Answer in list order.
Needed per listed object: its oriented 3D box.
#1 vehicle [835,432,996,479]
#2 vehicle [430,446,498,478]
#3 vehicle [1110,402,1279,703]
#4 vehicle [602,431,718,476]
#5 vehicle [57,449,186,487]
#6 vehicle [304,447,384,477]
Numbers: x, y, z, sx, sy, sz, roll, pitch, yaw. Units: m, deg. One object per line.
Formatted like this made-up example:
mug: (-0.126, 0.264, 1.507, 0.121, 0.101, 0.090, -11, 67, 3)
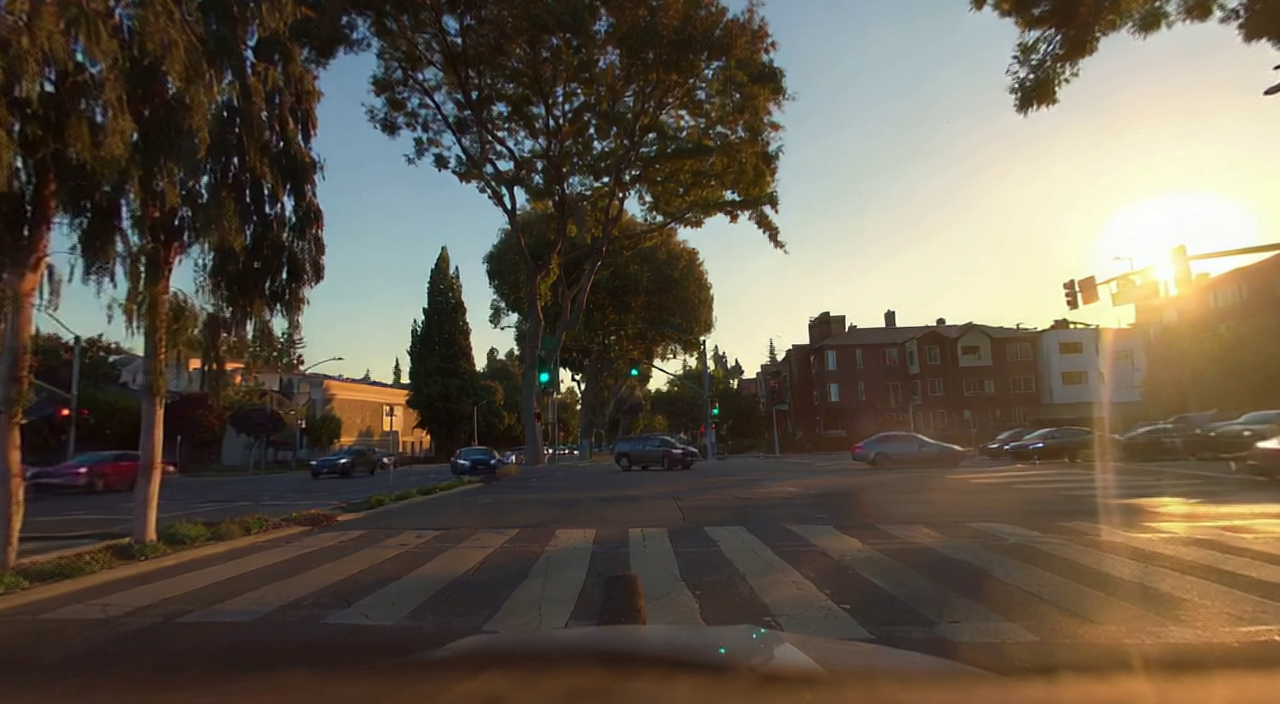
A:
vehicle: (9.824, 3.682, 22.491, 5.017, 1.515, 2.006, -5, -10, 29)
vehicle: (-7.976, 4.898, 28.235, 1.921, 1.304, 4.050, 5, -10, -30)
vehicle: (3.085, 0.668, 0.492, 1.990, 1.454, 4.490, 0, -8, 1)
vehicle: (0.803, 4.535, 28.230, 4.958, 1.842, 2.276, -8, -12, 44)
vehicle: (-22.428, 5.002, 27.413, 1.863, 1.462, 4.418, 0, -8, 0)
vehicle: (-15.584, 5.780, 33.312, 1.981, 1.438, 4.607, 0, -8, 0)
